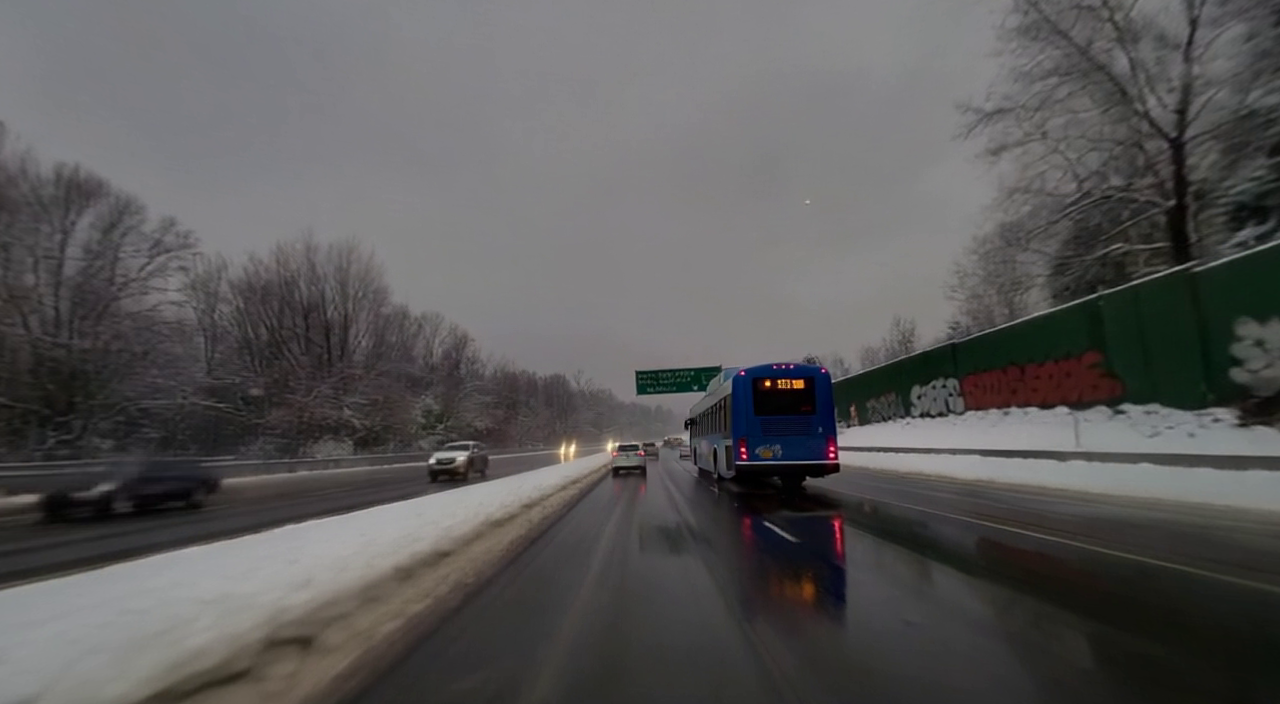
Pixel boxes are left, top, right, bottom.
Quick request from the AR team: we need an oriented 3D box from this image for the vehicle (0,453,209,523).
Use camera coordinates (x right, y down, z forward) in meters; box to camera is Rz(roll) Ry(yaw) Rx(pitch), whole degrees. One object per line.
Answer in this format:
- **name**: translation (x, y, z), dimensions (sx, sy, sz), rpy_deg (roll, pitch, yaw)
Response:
- **vehicle**: translation (-12.901, 3.234, 15.425), dimensions (1.813, 1.456, 3.830), rpy_deg (-1, -9, 1)

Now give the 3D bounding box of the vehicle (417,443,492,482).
- **vehicle**: translation (-8.502, 5.107, 29.193), dimensions (2.064, 1.648, 4.371), rpy_deg (-1, -9, 1)

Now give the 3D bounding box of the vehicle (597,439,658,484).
- **vehicle**: translation (-0.397, 4.195, 24.204), dimensions (2.160, 1.532, 4.073), rpy_deg (-1, -9, 1)

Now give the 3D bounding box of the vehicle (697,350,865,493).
- **vehicle**: translation (3.987, 2.637, 21.584), dimensions (3.055, 3.479, 12.521), rpy_deg (-1, -9, 1)
